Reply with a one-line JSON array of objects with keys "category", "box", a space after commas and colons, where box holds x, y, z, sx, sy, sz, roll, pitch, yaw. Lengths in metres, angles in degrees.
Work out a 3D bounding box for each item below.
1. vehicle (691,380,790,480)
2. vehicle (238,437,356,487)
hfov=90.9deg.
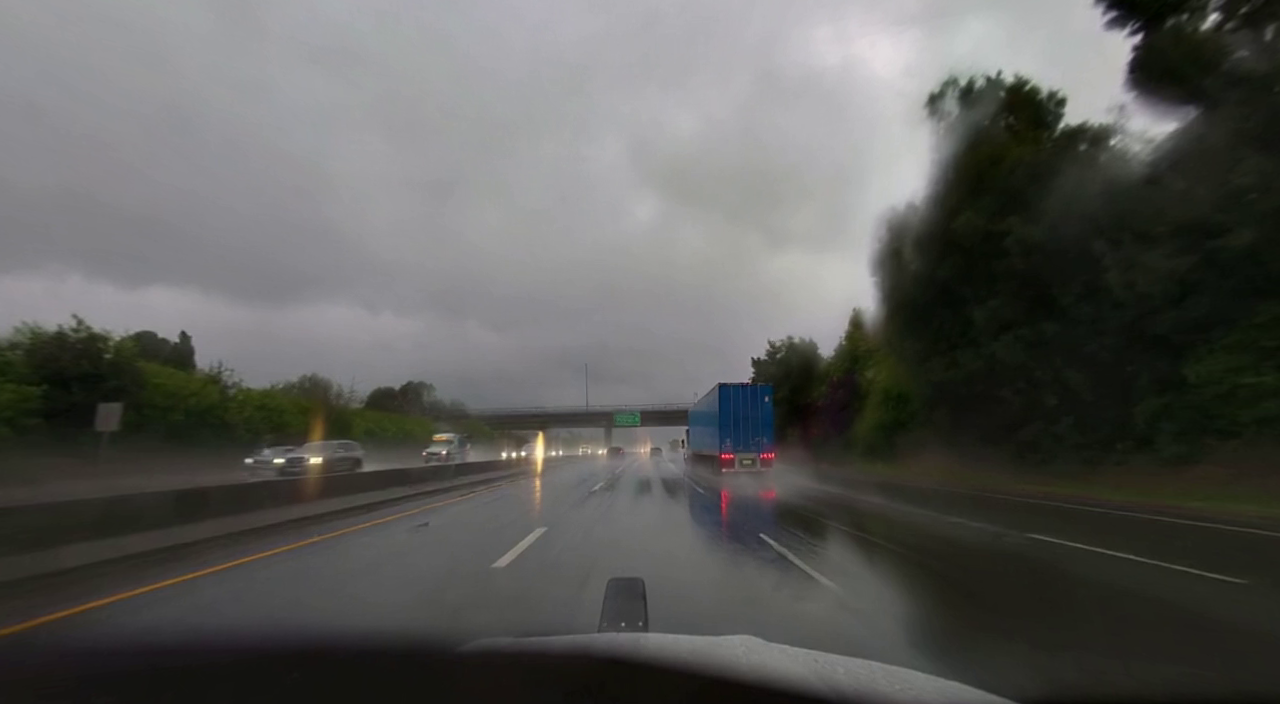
[{"category": "vehicle", "box": [4.639, 4.257, 32.632, 2.825, 4.054, 14.210, 0, -9, 0]}, {"category": "vehicle", "box": [-14.005, 4.509, 26.130, 2.197, 1.839, 4.747, 0, -9, 0]}]
